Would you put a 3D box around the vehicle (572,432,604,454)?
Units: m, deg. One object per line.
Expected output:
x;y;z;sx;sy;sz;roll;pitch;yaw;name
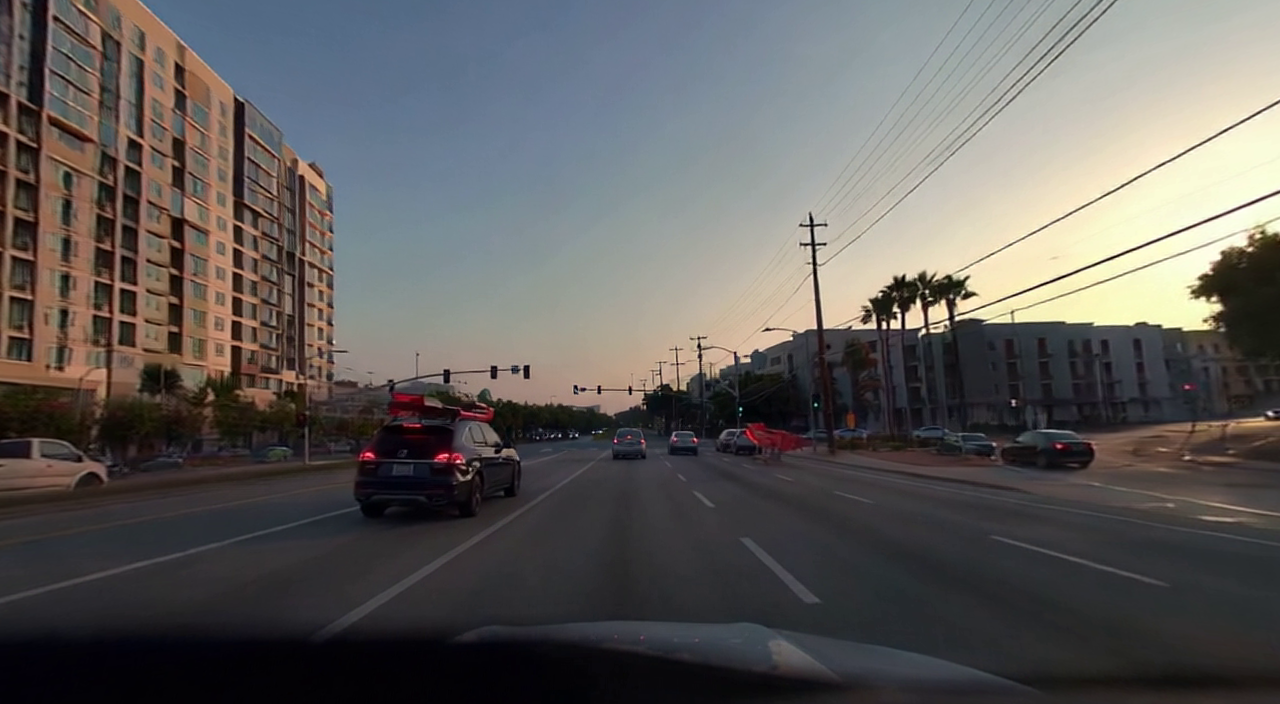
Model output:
-3.675;6.585;45.567;1.973;1.504;3.895;0;-9;0;vehicle

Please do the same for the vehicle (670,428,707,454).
3.060;5.798;40.960;1.975;1.598;4.025;0;-9;-1;vehicle

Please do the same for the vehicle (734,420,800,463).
6.289;4.575;31.988;2.130;1.979;5.310;0;-9;-1;vehicle

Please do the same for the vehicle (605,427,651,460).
-0.688;4.918;33.861;2.302;1.681;4.217;0;-9;-2;vehicle

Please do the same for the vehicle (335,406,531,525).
-3.478;2.030;11.712;2.136;1.779;4.417;0;-9;0;vehicle
